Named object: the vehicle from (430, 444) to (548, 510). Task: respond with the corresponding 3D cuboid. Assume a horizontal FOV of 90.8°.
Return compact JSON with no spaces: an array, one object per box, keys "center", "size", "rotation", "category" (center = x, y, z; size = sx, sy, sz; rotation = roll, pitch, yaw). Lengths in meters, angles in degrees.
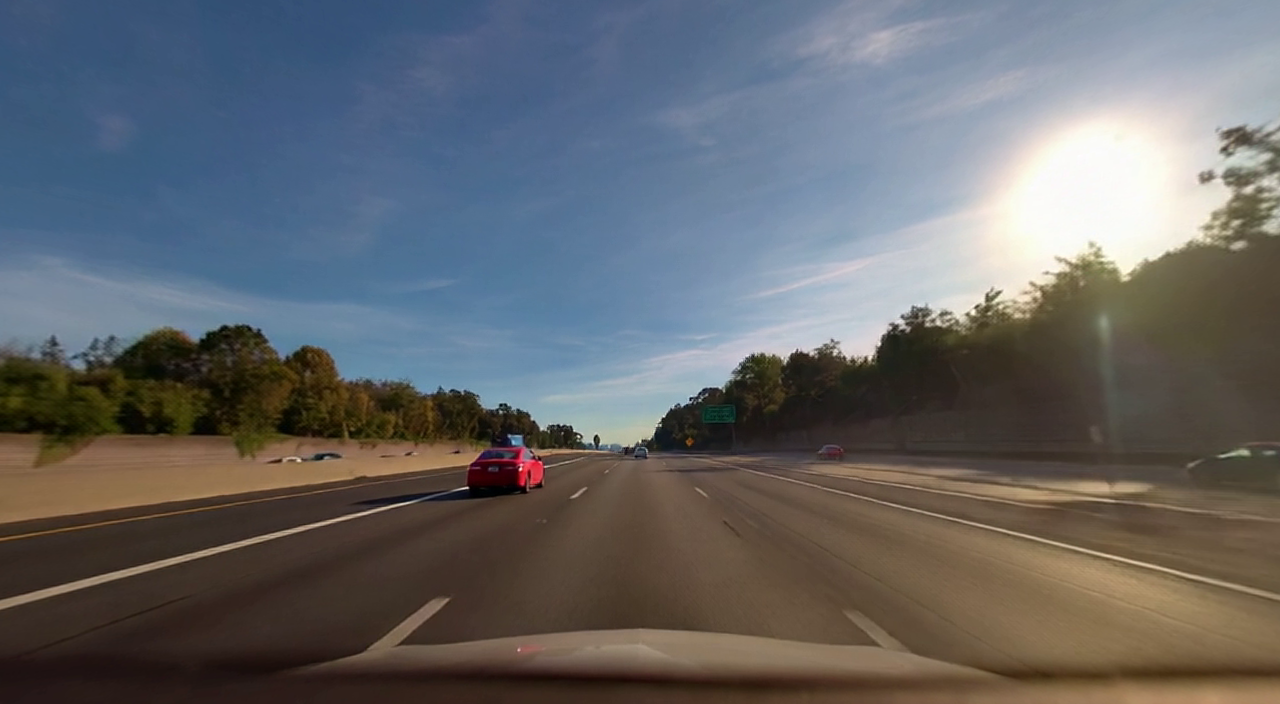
[{"center":[-3.687,3.127,16.299],"size":[1.873,1.438,4.546],"rotation":[-1,-9,1],"category":"vehicle"}]
